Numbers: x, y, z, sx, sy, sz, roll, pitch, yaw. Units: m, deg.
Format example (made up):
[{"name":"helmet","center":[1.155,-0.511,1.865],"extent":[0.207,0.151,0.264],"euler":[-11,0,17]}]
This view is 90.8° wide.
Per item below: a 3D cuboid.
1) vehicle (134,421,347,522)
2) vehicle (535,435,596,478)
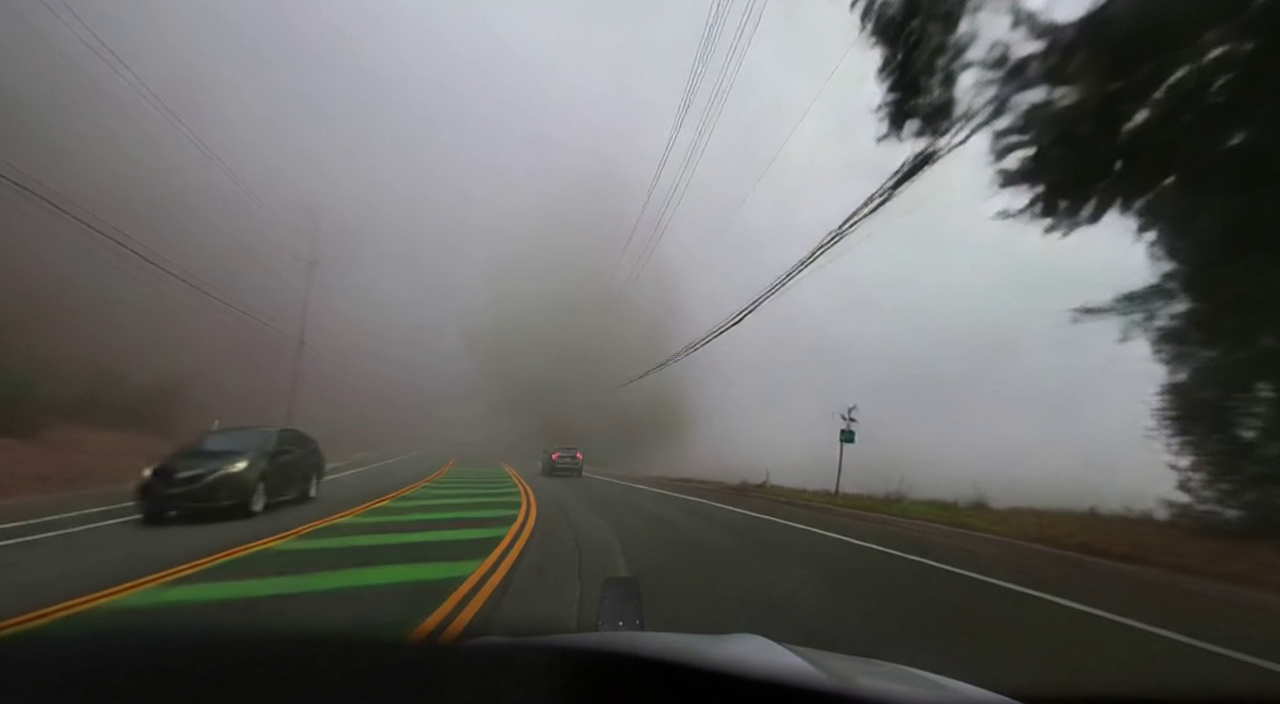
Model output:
[{"name":"vehicle","center":[-7.883,2.296,13.087],"extent":[1.967,1.688,4.286],"euler":[0,-6,-6]},{"name":"vehicle","center":[-3.523,4.767,29.026],"extent":[2.140,1.767,4.720],"euler":[2,-9,-14]}]
